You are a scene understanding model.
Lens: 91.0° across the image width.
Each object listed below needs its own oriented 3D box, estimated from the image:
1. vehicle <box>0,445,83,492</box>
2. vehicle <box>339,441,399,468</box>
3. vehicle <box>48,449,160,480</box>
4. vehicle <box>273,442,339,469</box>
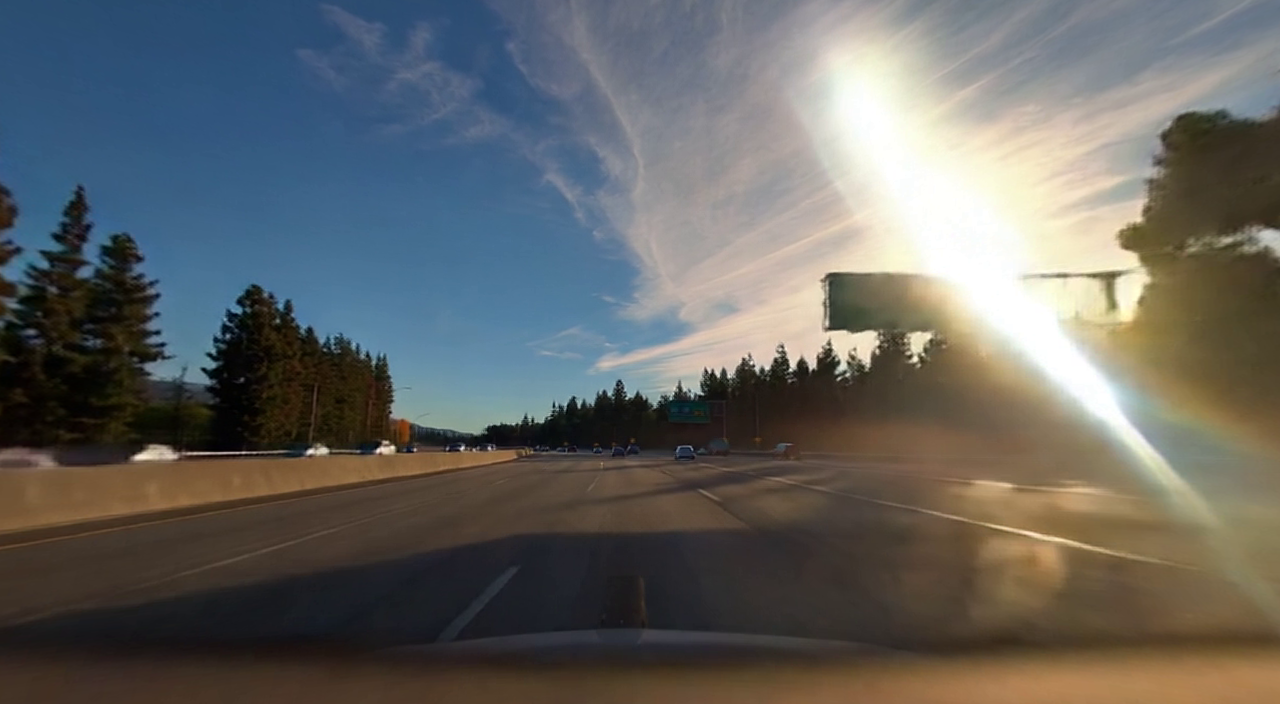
[{"bbox_3d":[-23.751,4.325,23.499,1.898,1.644,4.420,0,-9,-1],"label":"vehicle"},{"bbox_3d":[-21.228,8.070,49.699,2.374,2.041,5.885,1,-9,-3],"label":"vehicle"},{"bbox_3d":[-28.436,5.960,33.636,1.871,1.526,4.779,0,-9,-2],"label":"vehicle"},{"bbox_3d":[-25.742,8.015,48.787,2.217,1.928,5.731,0,-9,-3],"label":"vehicle"}]
